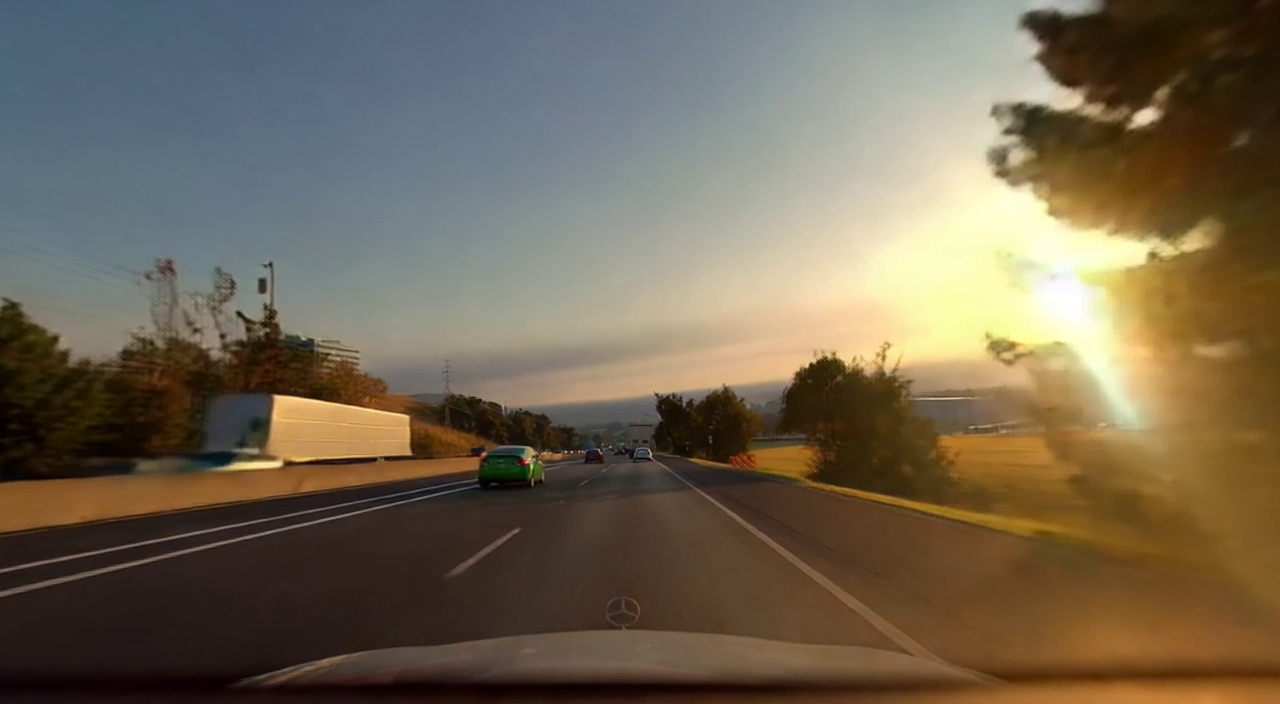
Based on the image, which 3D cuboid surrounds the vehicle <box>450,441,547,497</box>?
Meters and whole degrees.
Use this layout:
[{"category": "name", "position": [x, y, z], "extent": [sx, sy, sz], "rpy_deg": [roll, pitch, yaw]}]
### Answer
[{"category": "vehicle", "position": [-4.330, 3.654, 19.998], "extent": [2.172, 1.548, 3.953], "rpy_deg": [0, -9, 0]}]

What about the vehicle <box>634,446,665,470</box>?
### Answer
[{"category": "vehicle", "position": [0.612, 7.343, 43.775], "extent": [1.992, 1.593, 3.937], "rpy_deg": [0, -9, -1]}]

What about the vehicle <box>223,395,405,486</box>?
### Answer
[{"category": "vehicle", "position": [-17.228, 5.065, 35.343], "extent": [2.889, 4.027, 13.945], "rpy_deg": [0, -9, -1]}]

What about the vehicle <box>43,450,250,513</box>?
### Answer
[{"category": "vehicle", "position": [-12.775, 3.342, 16.821], "extent": [1.865, 1.431, 4.524], "rpy_deg": [0, -9, 0]}]

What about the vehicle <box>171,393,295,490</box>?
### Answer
[{"category": "vehicle", "position": [-17.150, 3.789, 26.826], "extent": [3.087, 3.865, 2.819], "rpy_deg": [0, -9, -1]}]
